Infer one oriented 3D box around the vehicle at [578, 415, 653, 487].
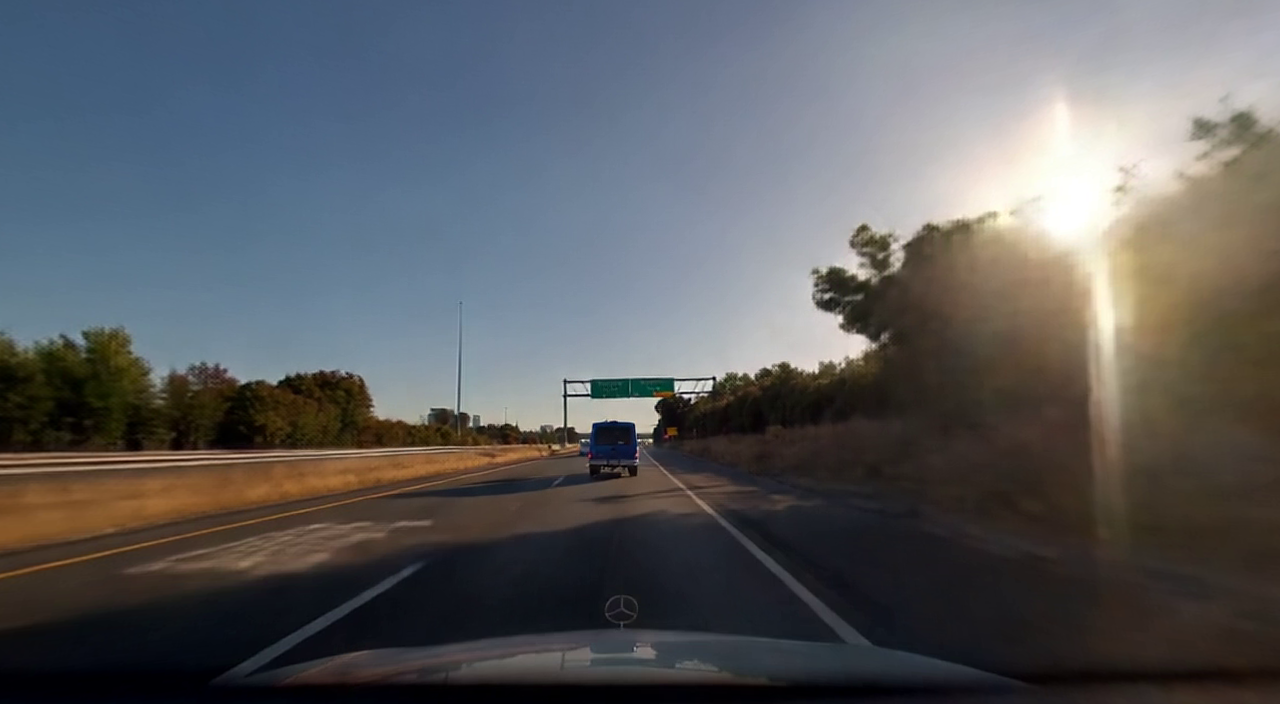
[{"bbox_3d":[-0.768,3.347,21.603,2.248,2.154,4.892,0,-8,-1],"label":"vehicle"}]
